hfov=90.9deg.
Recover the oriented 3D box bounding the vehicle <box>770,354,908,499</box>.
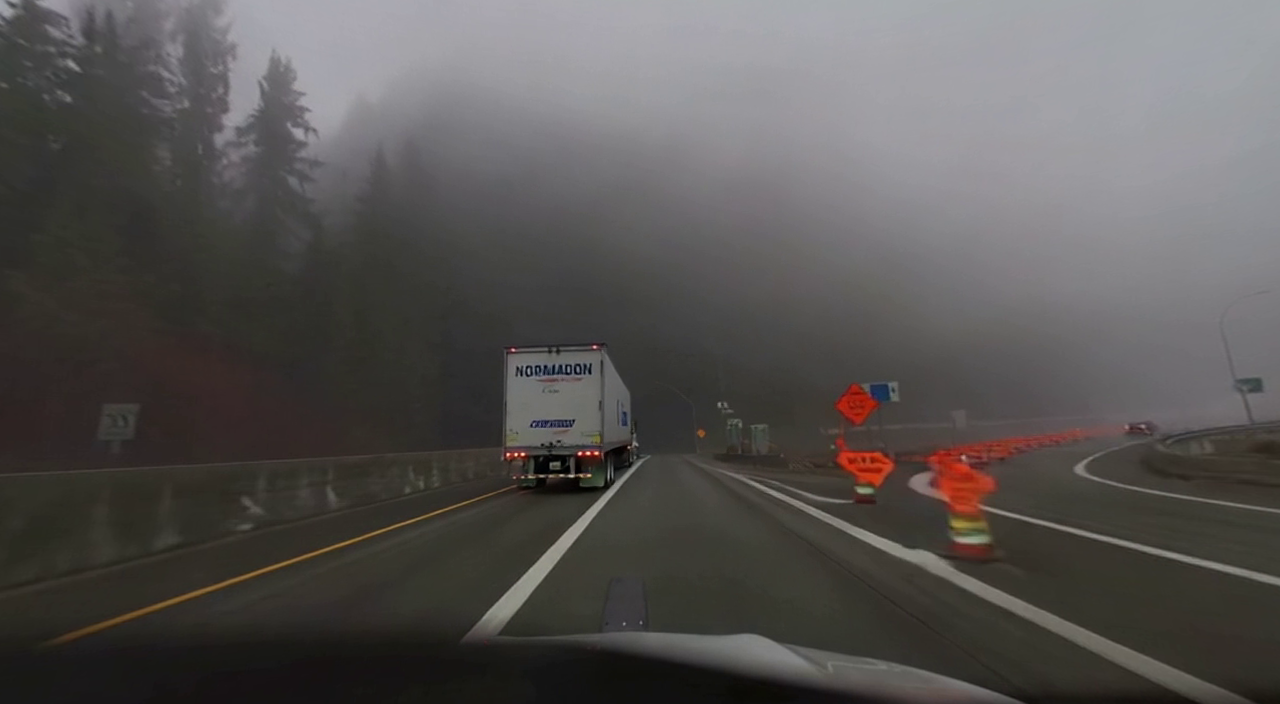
[{"bbox_3d":[5.253,2.060,17.310,2.928,3.571,3.032,-1,-8,6],"label":"vehicle"}]

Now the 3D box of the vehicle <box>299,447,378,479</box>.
[{"bbox_3d":[-16.580,6.074,34.934,2.100,1.605,4.477,0,-8,1],"label":"vehicle"}]

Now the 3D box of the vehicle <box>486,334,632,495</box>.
[{"bbox_3d":[-2.128,2.726,24.029,2.873,4.060,16.327,0,-8,2],"label":"vehicle"}]
